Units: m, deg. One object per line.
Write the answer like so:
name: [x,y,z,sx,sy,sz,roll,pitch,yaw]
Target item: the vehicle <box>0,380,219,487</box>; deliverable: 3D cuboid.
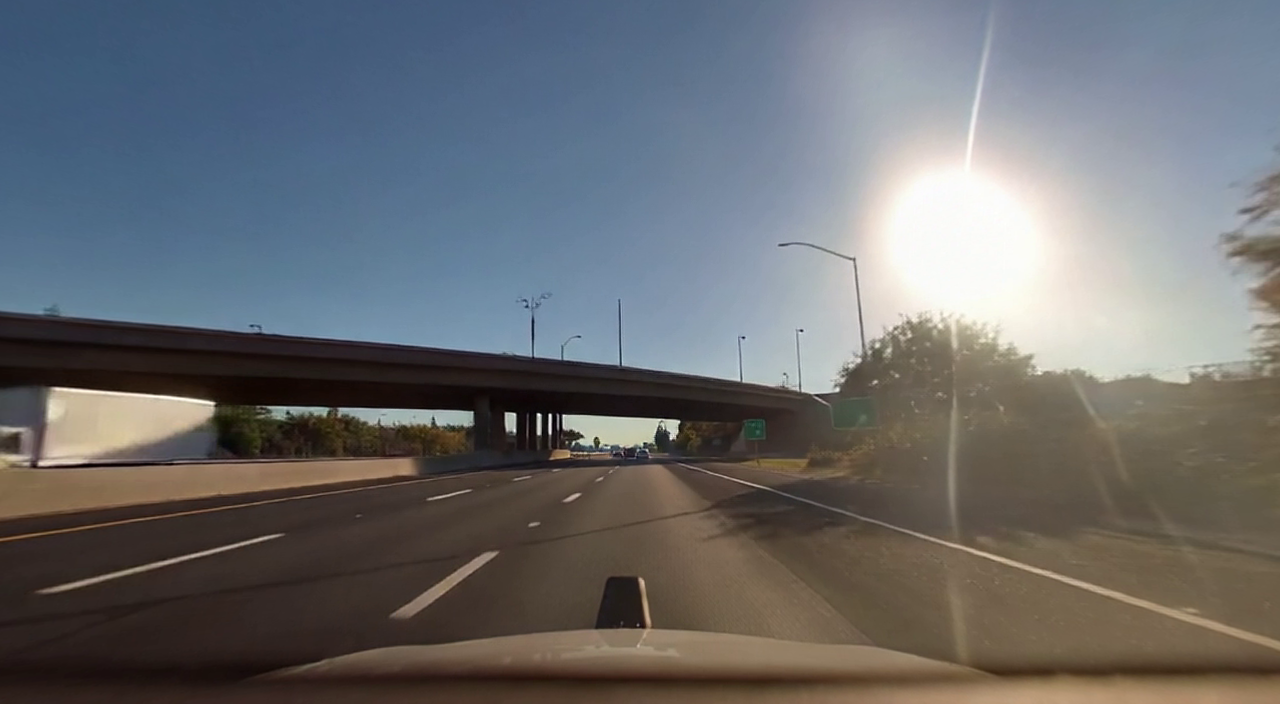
vehicle: [-24.491,3.837,28.642,3.036,3.902,11.182,0,-9,-1]
